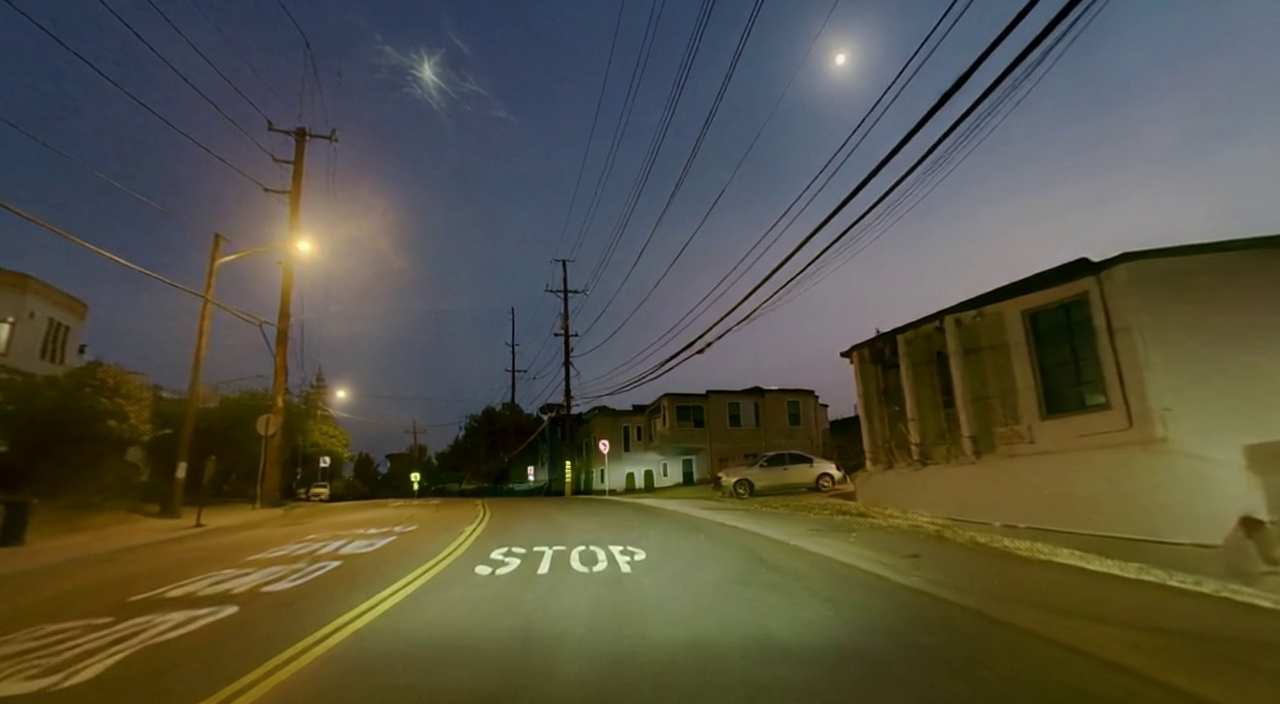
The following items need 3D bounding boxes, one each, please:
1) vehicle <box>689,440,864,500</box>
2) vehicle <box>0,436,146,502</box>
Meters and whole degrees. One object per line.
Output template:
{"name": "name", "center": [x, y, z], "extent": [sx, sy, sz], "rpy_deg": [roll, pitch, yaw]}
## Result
{"name": "vehicle", "center": [4.766, 4.157, 22.381], "extent": [5.578, 1.842, 2.300], "rpy_deg": [4, -9, -12]}
{"name": "vehicle", "center": [-21.195, 4.233, 22.697], "extent": [4.942, 1.912, 2.121], "rpy_deg": [6, -22, -27]}
